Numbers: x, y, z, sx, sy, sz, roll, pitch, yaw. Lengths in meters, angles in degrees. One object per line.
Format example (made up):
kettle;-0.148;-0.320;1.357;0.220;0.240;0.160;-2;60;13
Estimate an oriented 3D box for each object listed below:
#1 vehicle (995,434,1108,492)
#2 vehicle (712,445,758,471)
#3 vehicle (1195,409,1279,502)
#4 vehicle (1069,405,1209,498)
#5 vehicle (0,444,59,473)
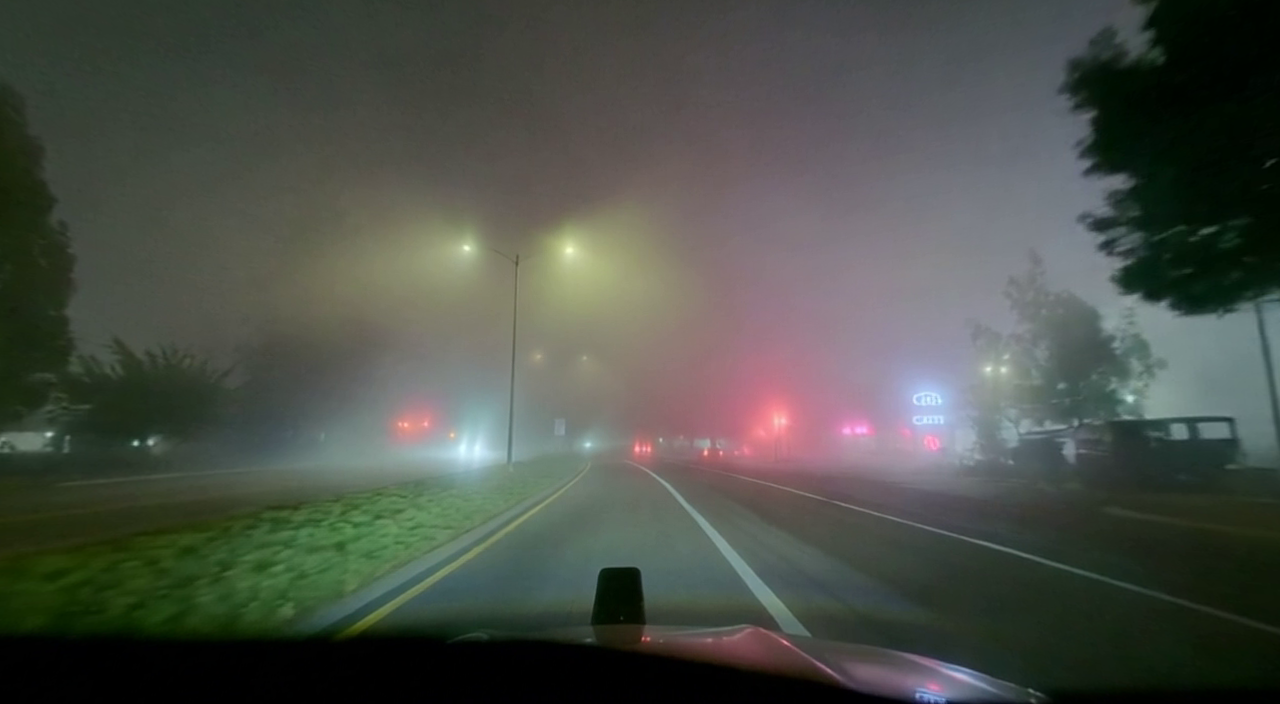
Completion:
vehicle;15.782;4.150;24.112;5.251;1.946;2.114;7;-11;-41
vehicle;5.708;6.425;38.607;1.876;1.474;4.126;1;-8;-4
vehicle;18.911;3.158;19.217;6.051;2.447;2.293;9;-12;-43
vehicle;16.888;3.299;21.219;6.233;2.676;2.430;7;-11;-42
vehicle;-31.068;5.209;30.886;3.380;1.366;1.777;1;-9;-4
